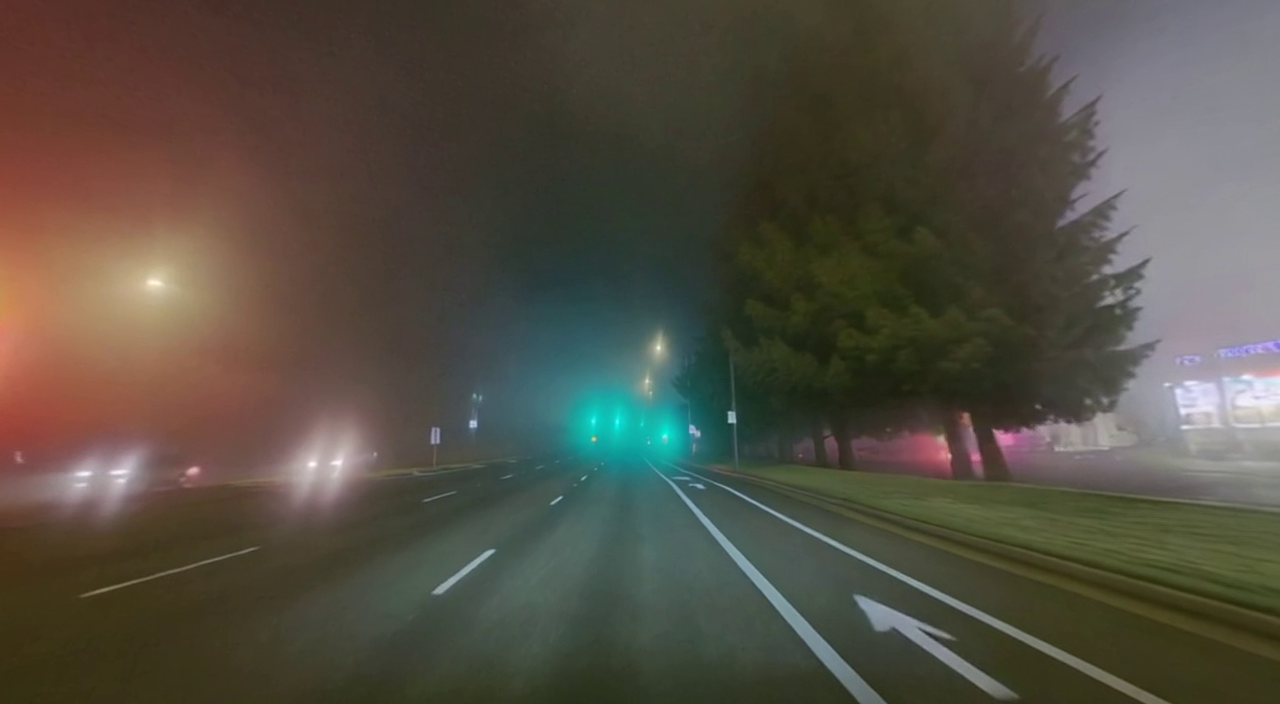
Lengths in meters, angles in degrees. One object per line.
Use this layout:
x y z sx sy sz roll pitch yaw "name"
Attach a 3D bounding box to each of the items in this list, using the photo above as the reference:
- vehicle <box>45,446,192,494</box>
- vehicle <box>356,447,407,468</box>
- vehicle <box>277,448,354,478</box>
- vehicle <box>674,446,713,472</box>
-20.440 4.612 24.984 1.963 1.694 4.535 0 -9 -1 "vehicle"
-19.939 8.169 48.837 2.068 1.537 4.948 0 -9 -3 "vehicle"
-17.439 5.956 34.061 1.903 1.446 4.306 0 -9 0 "vehicle"
3.335 6.753 39.963 1.992 1.513 4.683 0 -8 -1 "vehicle"
